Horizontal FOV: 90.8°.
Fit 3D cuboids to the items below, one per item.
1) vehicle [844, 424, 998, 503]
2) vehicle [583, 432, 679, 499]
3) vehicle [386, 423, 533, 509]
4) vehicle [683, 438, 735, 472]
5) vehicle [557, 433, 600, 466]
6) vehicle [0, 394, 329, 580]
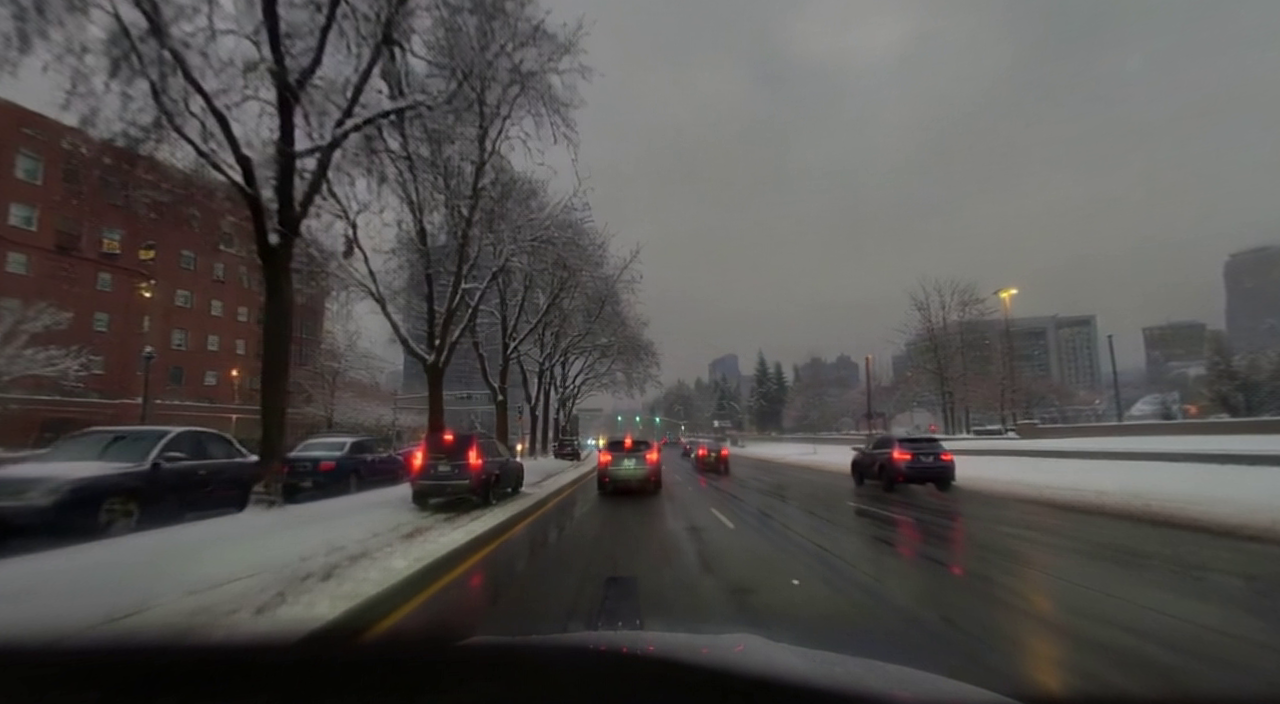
[{"bbox_3d":[6.724,2.716,15.723,1.889,1.681,4.120,0,-9,0],"label":"vehicle"},{"bbox_3d":[-0.224,2.879,16.392,2.161,1.501,4.184,0,-9,-1],"label":"vehicle"},{"bbox_3d":[-3.824,2.517,14.315,2.009,1.619,4.376,0,-9,1],"label":"vehicle"},{"bbox_3d":[3.222,4.896,30.281,1.905,1.473,4.183,0,-9,-2],"label":"vehicle"},{"bbox_3d":[-3.594,5.786,37.717,2.154,1.801,5.015,0,-9,-1],"label":"vehicle"},{"bbox_3d":[-6.738,1.691,8.834,1.864,1.737,5.689,0,-9,0],"label":"vehicle"}]
